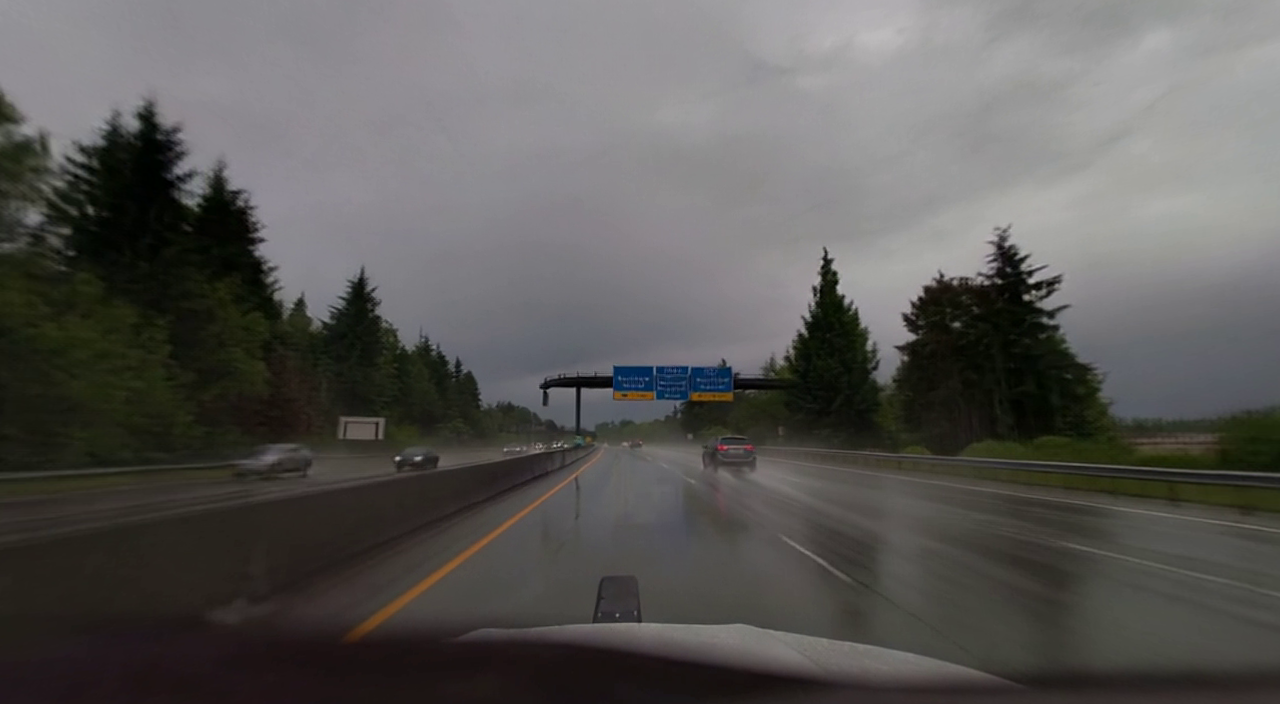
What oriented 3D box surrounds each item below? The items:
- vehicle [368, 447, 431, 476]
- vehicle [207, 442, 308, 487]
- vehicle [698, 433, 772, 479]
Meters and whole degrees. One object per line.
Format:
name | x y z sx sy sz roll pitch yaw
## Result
vehicle | -13.595 6.196 35.900 1.951 1.474 4.413 0 -8 -2
vehicle | -16.989 4.956 28.264 1.910 1.796 4.280 0 -8 -2
vehicle | 3.437 3.835 23.618 1.958 1.526 4.227 0 -8 -3
